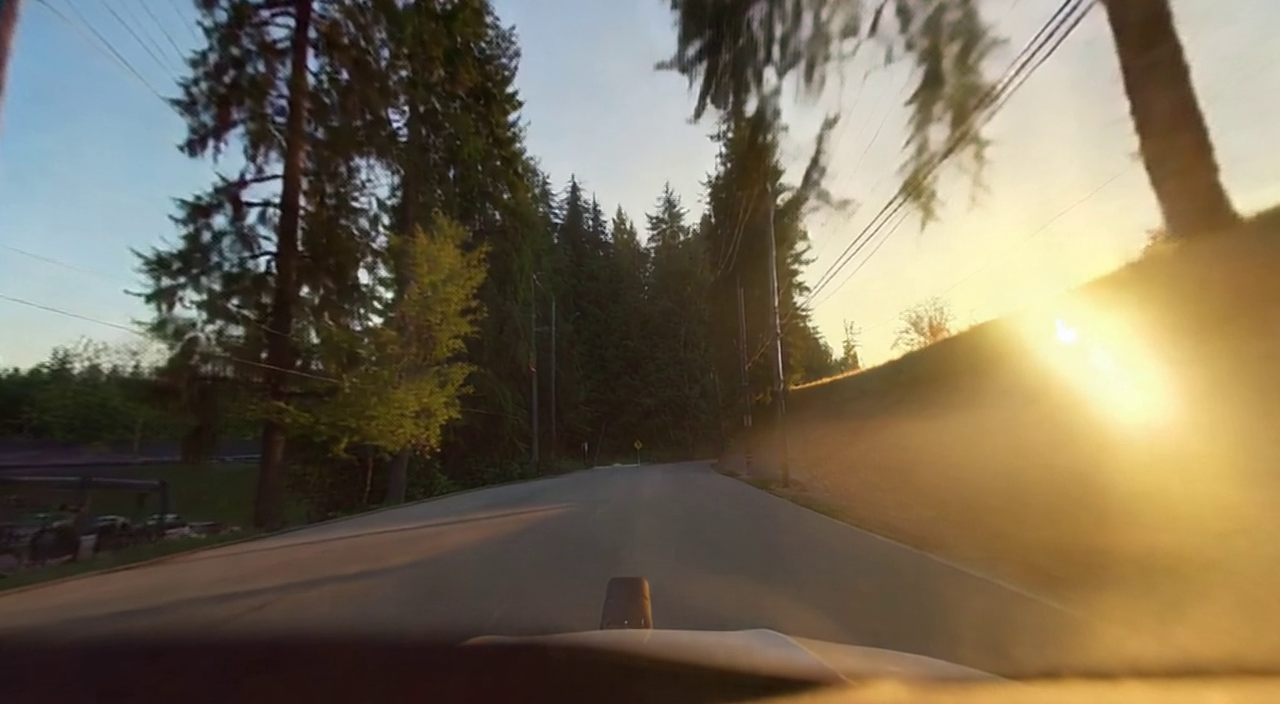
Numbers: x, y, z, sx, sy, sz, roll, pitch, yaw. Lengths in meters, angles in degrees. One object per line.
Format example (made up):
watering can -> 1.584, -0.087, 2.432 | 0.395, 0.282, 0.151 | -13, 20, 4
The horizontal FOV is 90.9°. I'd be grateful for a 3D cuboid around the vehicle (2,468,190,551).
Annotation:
vehicle -> -13.866, 3.965, 16.491 | 2.058, 1.654, 4.273 | 2, -9, -17
